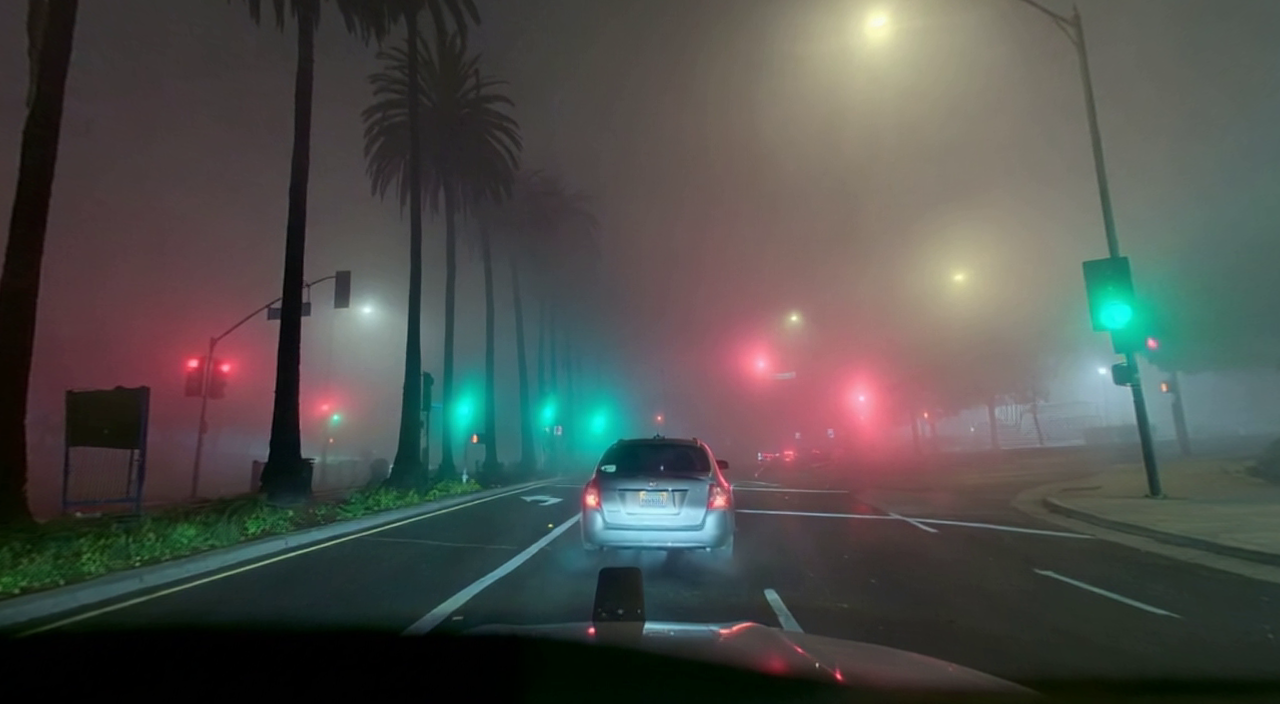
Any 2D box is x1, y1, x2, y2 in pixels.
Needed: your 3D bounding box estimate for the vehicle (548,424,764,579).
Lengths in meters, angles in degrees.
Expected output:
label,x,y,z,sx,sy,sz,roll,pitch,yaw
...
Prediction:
label,x,y,z,sx,sy,sz,roll,pitch,yaw
vehicle,0.189,1.768,8.260,2.096,1.492,4.071,0,-9,1
